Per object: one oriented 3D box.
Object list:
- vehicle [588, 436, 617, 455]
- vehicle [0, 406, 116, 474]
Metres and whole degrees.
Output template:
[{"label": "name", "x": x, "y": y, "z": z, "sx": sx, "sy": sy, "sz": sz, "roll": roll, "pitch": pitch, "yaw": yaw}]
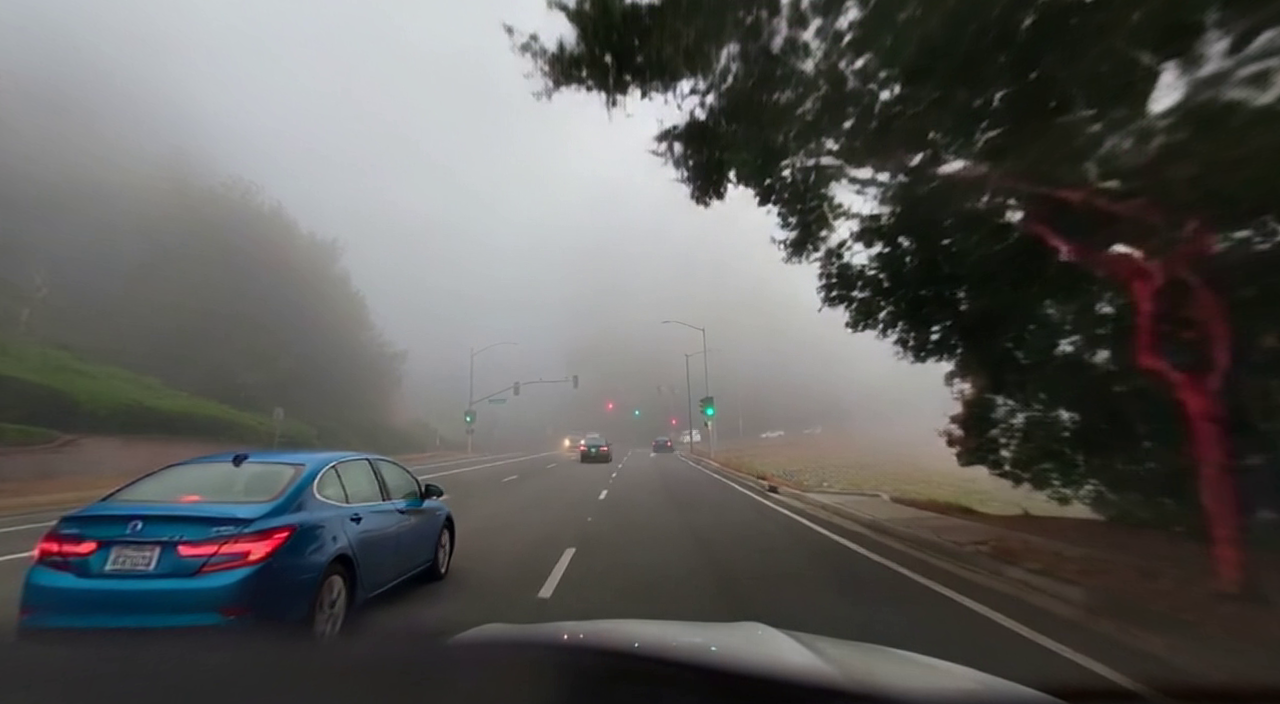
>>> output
[{"label": "vehicle", "x": -2.923, "y": 7.395, "z": 49.901, "sx": 1.979, "sy": 1.492, "sz": 3.930, "roll": 0, "pitch": -9, "yaw": 1}, {"label": "vehicle", "x": -33.490, "y": 4.842, "z": 35.074, "sx": 9.036, "sy": 3.379, "sz": 2.893, "roll": -3, "pitch": -8, "yaw": 25}]
